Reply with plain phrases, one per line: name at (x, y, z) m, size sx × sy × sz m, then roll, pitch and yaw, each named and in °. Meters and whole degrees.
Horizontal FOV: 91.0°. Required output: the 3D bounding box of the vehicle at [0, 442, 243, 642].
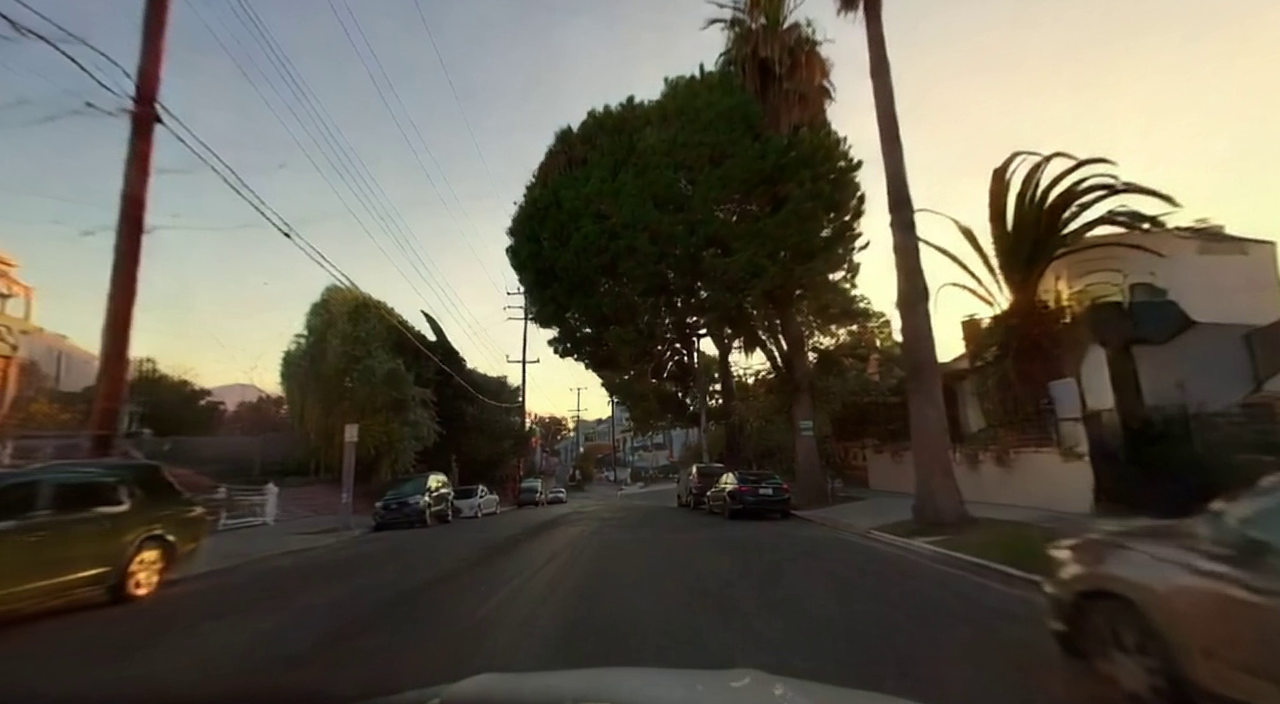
vehicle at (-6.454, 1.684, 5.787) m, size 2.017 × 1.683 × 5.412 m, roll 0°, pitch -8°, yaw 1°

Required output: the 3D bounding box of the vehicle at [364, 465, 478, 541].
vehicle at (-6.560, 4.541, 19.553) m, size 1.933 × 1.824 × 5.142 m, roll 0°, pitch -8°, yaw -3°

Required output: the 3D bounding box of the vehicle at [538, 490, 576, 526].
vehicle at (-6.362, 12.106, 49.099) m, size 2.281 × 2.248 × 5.873 m, roll 0°, pitch -9°, yaw -1°

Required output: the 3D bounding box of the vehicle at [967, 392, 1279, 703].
vehicle at (2.994, 0.828, 1.428) m, size 1.927 × 1.550 × 4.543 m, roll 0°, pitch -8°, yaw -2°

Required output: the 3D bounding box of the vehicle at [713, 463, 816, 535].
vehicle at (3.014, 3.630, 16.072) m, size 1.756 × 1.455 × 3.965 m, roll 0°, pitch -8°, yaw -1°
